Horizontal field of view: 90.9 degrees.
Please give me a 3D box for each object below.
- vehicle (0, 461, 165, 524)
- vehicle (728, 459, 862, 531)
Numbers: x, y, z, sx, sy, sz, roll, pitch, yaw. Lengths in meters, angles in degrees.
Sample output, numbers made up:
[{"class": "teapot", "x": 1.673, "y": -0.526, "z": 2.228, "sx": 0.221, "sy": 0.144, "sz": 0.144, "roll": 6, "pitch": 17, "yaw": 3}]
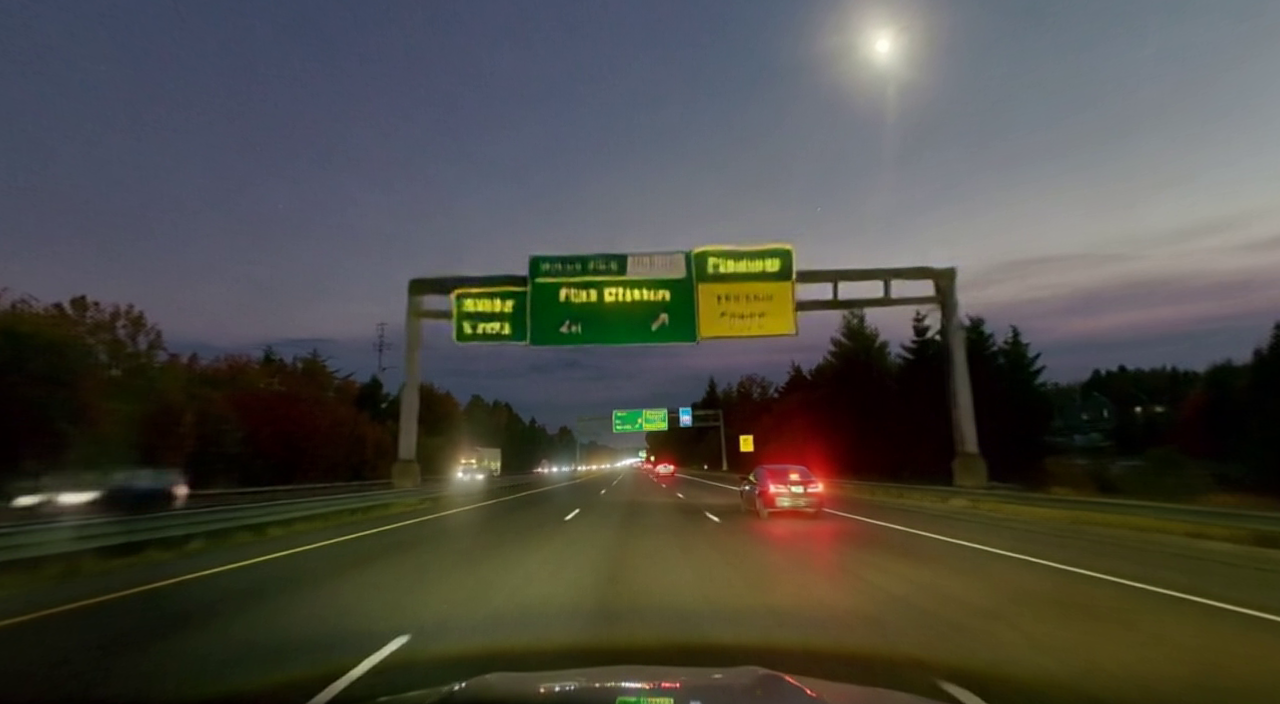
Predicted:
[{"class": "vehicle", "x": -15.591, "y": 3.762, "z": 17.286, "sx": 1.904, "sy": 1.477, "sz": 4.095, "roll": 1, "pitch": -10, "yaw": 0}, {"class": "vehicle", "x": 3.577, "y": 3.431, "z": 15.548, "sx": 2.051, "sy": 1.472, "sz": 4.547, "roll": 1, "pitch": -10, "yaw": -2}]
